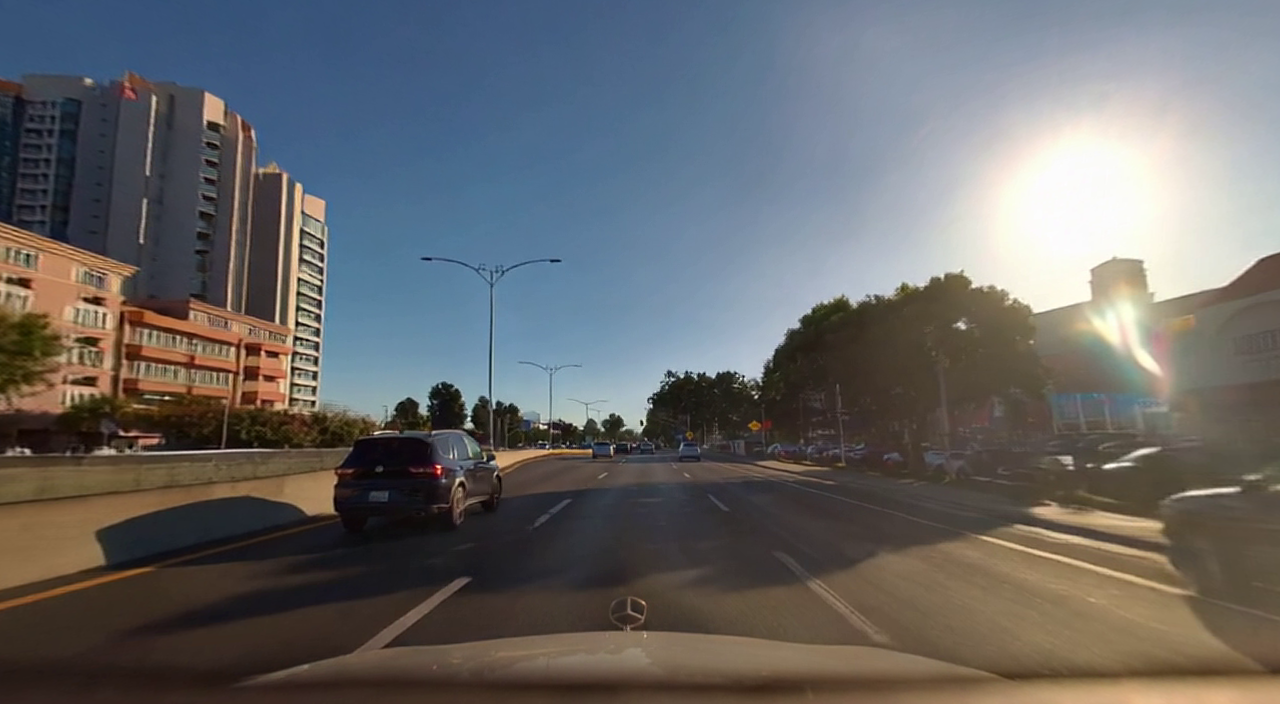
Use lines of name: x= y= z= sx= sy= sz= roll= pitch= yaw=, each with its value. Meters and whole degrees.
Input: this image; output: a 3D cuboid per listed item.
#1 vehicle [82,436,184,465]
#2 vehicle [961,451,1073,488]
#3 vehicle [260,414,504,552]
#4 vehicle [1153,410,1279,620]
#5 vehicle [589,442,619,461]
vehicle: x=-35.270 y=6.897 z=44.122 sx=2.131 sy=1.878 sz=5.681 roll=-1 pitch=-8 yaw=4
vehicle: x=16.550 y=5.148 z=27.806 sx=1.703 sy=1.446 sz=3.822 roll=7 pitch=-12 yaw=-43
vehicle: x=-3.532 y=1.869 z=9.593 sx=1.983 sy=1.635 sz=3.957 roll=0 pitch=-8 yaw=1
vehicle: x=6.662 y=1.155 z=3.701 sx=2.335 sy=1.790 sz=5.991 roll=0 pitch=-8 yaw=1
vehicle: x=-2.780 y=7.835 z=49.739 sx=2.005 sy=1.446 sz=4.265 roll=0 pitch=-8 yaw=1
